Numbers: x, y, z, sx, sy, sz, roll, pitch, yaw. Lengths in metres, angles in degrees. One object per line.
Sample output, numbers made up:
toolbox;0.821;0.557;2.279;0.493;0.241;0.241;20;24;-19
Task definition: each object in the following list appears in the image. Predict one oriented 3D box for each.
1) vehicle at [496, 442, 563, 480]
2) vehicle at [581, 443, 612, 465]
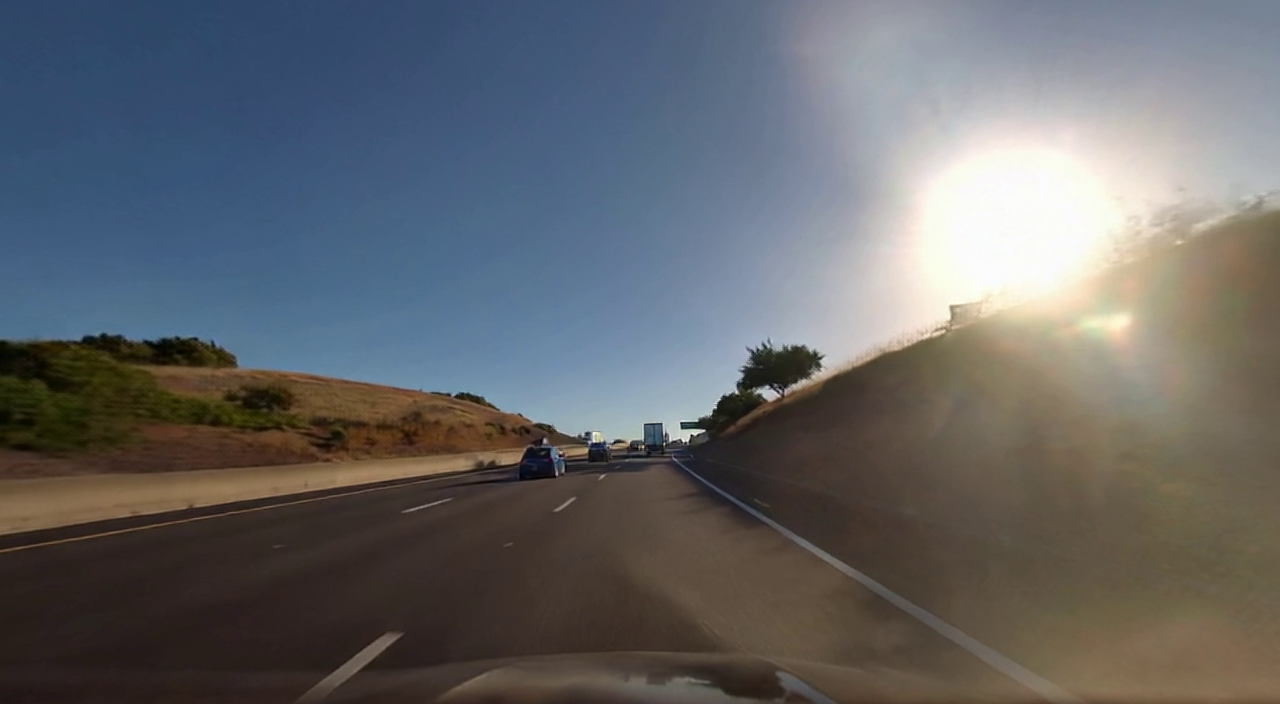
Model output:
vehicle;-4.571;4.605;26.850;2.078;1.469;4.371;0;-9;0
vehicle;-3.114;7.399;45.865;1.943;1.460;3.961;0;-9;1
